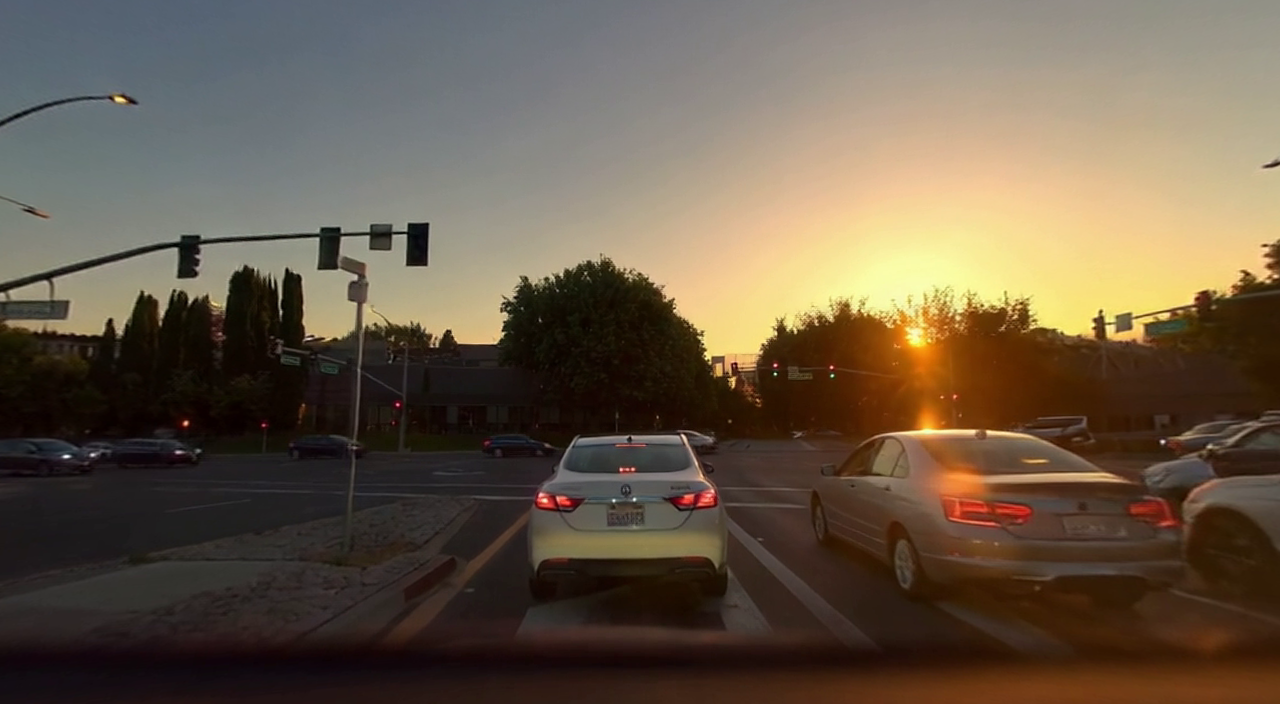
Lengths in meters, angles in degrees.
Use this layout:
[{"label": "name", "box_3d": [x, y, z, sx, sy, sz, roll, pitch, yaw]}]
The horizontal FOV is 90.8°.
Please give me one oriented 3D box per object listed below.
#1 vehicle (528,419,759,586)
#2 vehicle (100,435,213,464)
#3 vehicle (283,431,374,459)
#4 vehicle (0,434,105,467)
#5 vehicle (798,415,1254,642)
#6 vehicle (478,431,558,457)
[{"label": "vehicle", "box_3d": [0.034, 1.639, 7.715, 2.026, 1.458, 4.175, 0, -9, 0]}, {"label": "vehicle", "box_3d": [-26.928, 5.440, 35.292, 4.869, 1.502, 1.979, -1, -9, 6]}, {"label": "vehicle", "box_3d": [-19.015, 5.706, 38.741, 4.526, 1.649, 1.920, 0, -9, -1]}, {"label": "vehicle", "box_3d": [-30.497, 5.050, 32.409, 4.517, 1.637, 1.935, -1, -9, 7]}, {"label": "vehicle", "box_3d": [3.094, 1.488, 6.403, 1.861, 1.479, 4.371, 0, -8, 0]}, {"label": "vehicle", "box_3d": [-7.673, 5.806, 39.650, 4.670, 1.542, 1.861, 3, -9, -18]}]
